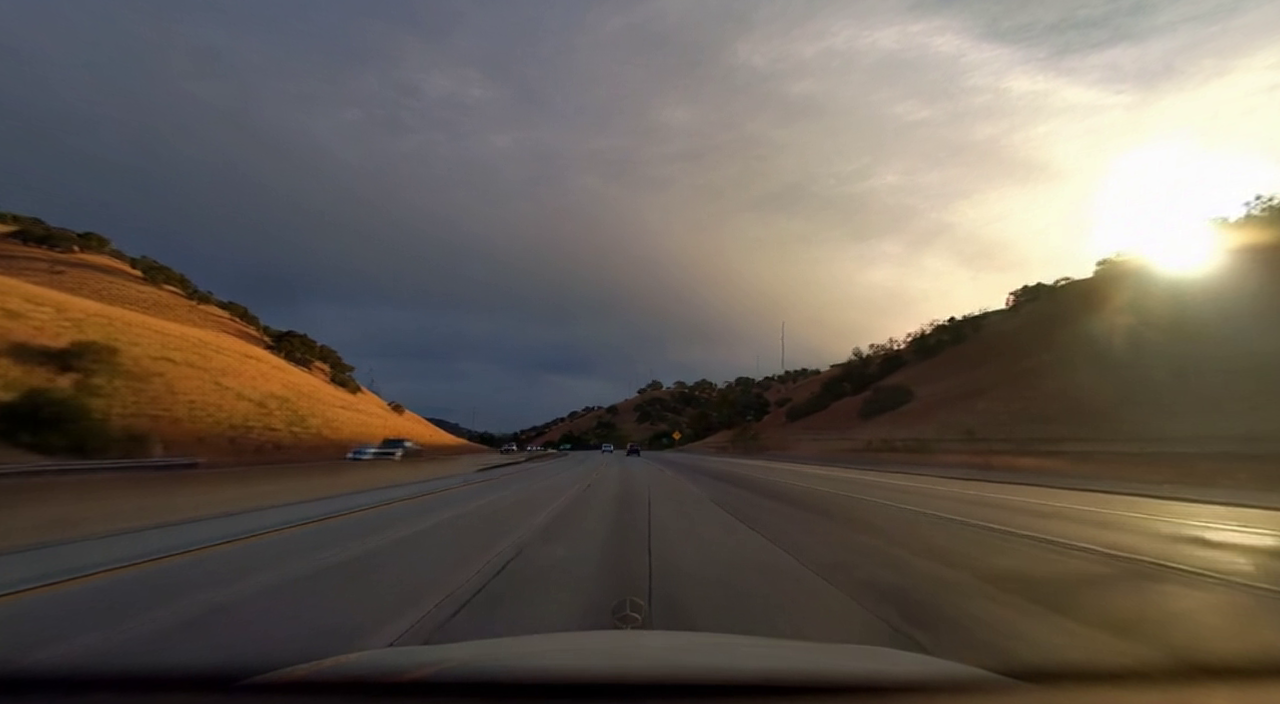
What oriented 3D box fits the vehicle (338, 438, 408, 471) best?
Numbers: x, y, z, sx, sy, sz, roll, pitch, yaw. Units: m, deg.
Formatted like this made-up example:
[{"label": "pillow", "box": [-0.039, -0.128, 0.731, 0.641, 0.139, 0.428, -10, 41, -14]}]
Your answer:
[{"label": "vehicle", "box": [-15.107, 5.800, 35.987, 2.008, 1.721, 4.625, 0, -9, -1]}]
